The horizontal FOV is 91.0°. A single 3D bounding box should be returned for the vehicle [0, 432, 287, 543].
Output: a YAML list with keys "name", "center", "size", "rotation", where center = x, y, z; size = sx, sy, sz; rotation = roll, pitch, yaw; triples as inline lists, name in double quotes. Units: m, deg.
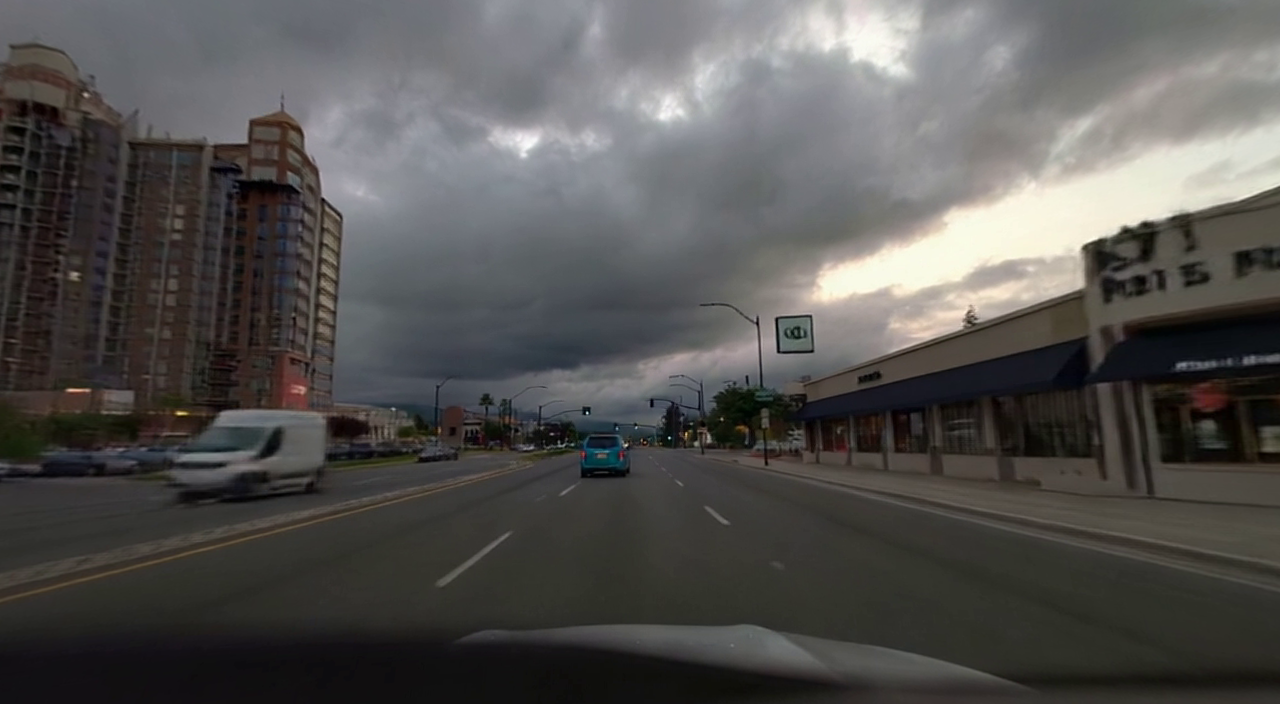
- name: "vehicle"
  center: [-8.098, 2.153, 10.653]
  size: [1.899, 1.495, 4.093]
  rotation: [0, -8, -1]

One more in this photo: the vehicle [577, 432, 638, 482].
- name: "vehicle"
  center: [-1.147, 3.989, 24.085]
  size: [2.080, 1.722, 3.766]
  rotation: [0, -8, 0]
